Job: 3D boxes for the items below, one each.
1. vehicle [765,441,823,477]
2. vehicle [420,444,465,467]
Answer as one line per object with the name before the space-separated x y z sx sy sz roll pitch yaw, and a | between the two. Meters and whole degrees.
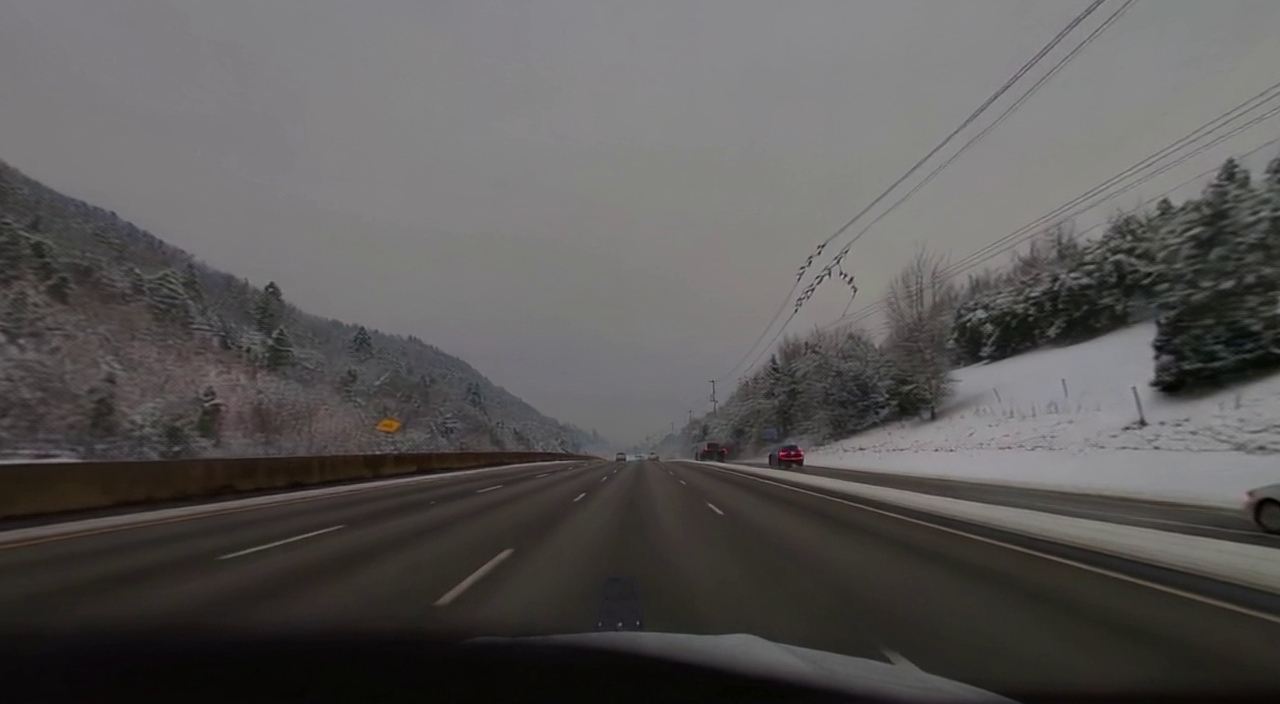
vehicle | 8.543 5.964 35.317 2.108 1.870 4.435 0 -9 -1
vehicle | -14.648 7.681 46.970 1.871 1.589 4.446 0 -9 1
